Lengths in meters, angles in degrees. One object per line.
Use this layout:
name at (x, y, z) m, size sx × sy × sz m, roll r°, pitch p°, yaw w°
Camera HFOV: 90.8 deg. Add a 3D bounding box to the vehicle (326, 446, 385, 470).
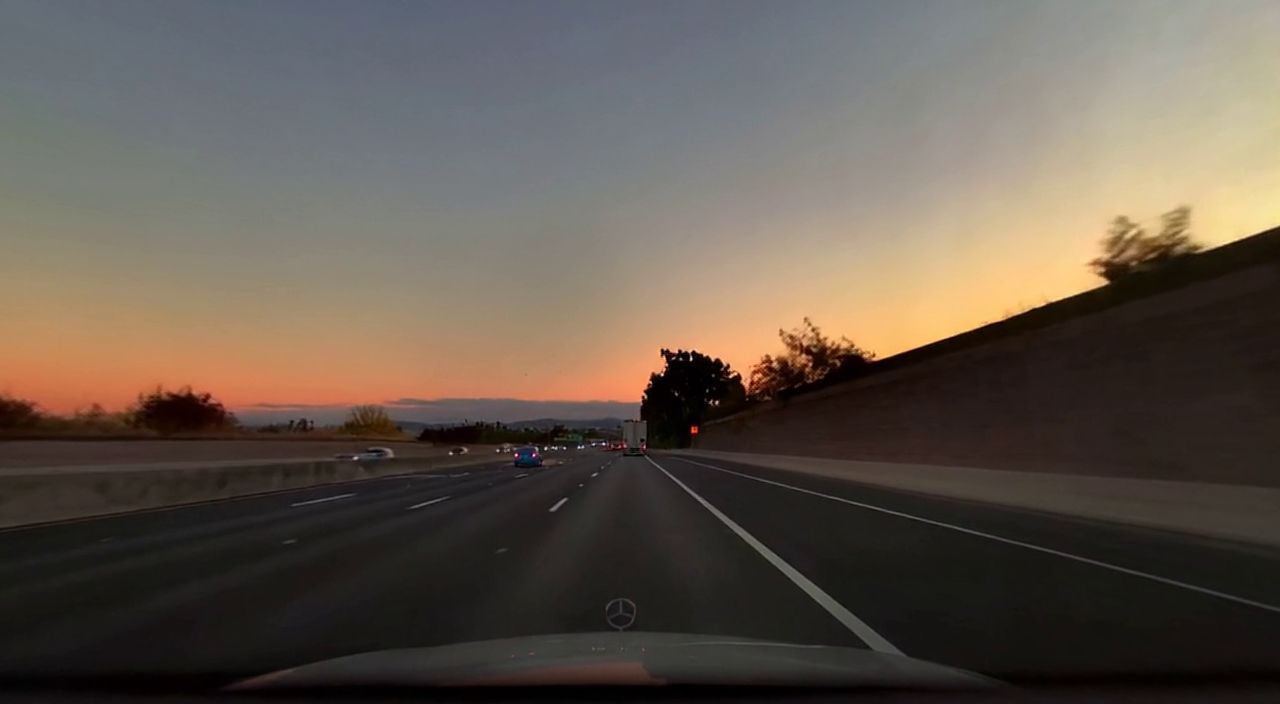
vehicle at (-19.795, 7.362, 44.233) m, size 1.988 × 1.574 × 4.685 m, roll 0°, pitch -8°, yaw 0°
